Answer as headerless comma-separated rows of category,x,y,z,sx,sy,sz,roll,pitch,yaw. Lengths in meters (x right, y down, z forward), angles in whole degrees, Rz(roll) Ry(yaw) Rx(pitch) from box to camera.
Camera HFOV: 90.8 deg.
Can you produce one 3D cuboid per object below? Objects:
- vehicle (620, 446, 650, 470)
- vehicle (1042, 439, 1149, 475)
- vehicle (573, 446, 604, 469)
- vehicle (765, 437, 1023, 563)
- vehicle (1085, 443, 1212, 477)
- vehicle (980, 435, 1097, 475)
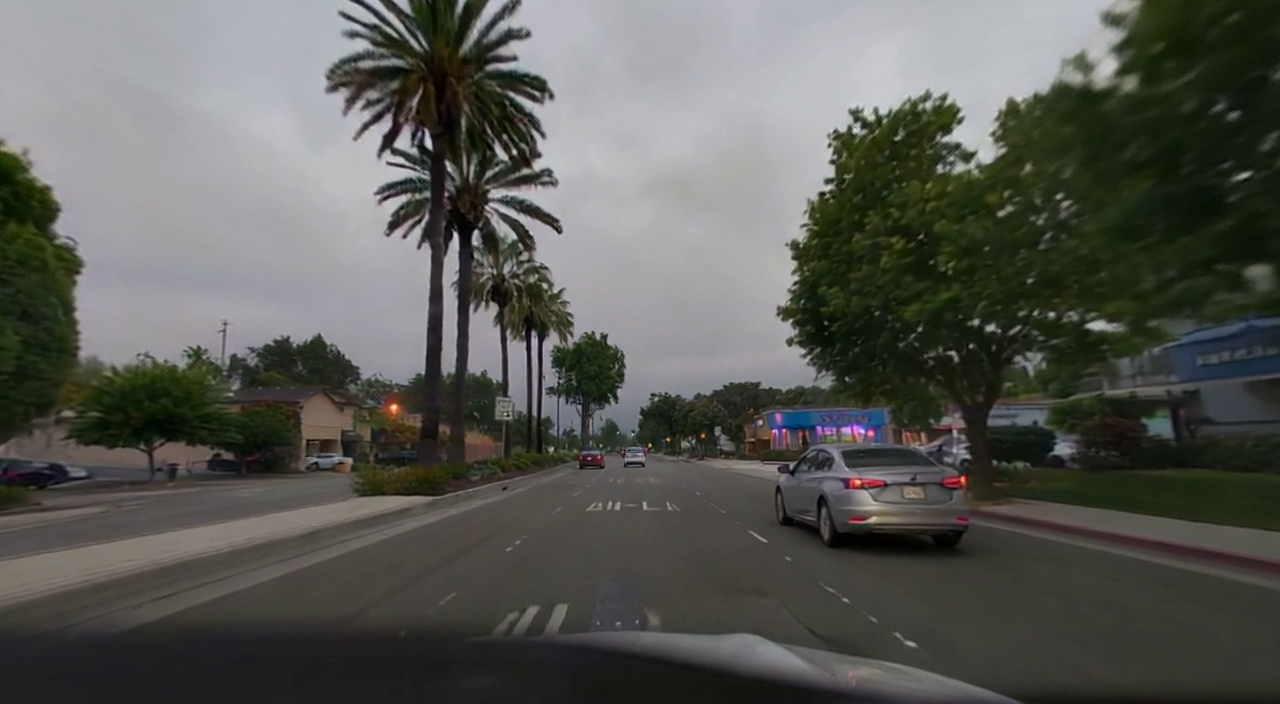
vehicle,-0.392,7.598,45.380,2.102,1.653,3.698,0,-9,-1
vehicle,20.729,4.800,28.956,1.909,1.511,3.835,0,-9,-2
vehicle,-3.969,8.264,49.627,2.071,1.744,4.500,0,-9,0
vehicle,3.571,2.168,10.061,2.090,1.503,4.566,0,-9,-2
vehicle,23.170,4.926,29.045,2.094,1.433,4.216,0,-9,-5
vehicle,18.067,4.716,29.021,2.005,1.635,4.944,0,-9,-2
